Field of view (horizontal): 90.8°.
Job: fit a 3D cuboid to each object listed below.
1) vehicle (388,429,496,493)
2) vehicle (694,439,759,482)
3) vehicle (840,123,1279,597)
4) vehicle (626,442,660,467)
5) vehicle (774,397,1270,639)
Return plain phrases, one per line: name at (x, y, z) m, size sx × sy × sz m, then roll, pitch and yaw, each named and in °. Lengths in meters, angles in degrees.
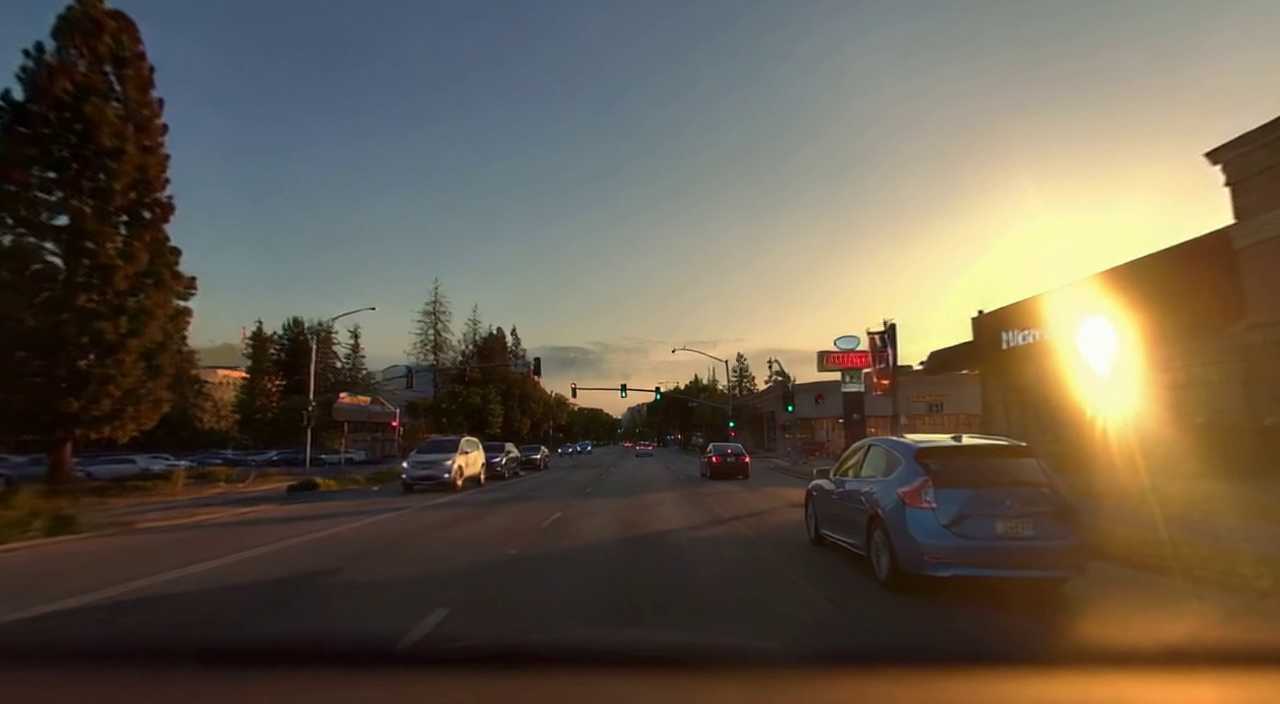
vehicle at (-6.318, 3.525, 20.845) m, size 2.136 × 1.837 × 4.669 m, roll 0°, pitch -8°, yaw -1°
vehicle at (3.228, 4.151, 24.474) m, size 1.842 × 1.480 × 4.155 m, roll 0°, pitch -8°, yaw -1°
vehicle at (7.092, 0.577, 9.019) m, size 2.899 × 4.154 × 16.592 m, roll 0°, pitch -8°, yaw -1°
vehicle at (0.154, 6.398, 39.603) m, size 2.008 × 1.464 × 4.052 m, roll 0°, pitch -8°, yaw 0°
vehicle at (3.063, 1.456, 6.662) m, size 2.174 × 1.596 × 4.779 m, roll 0°, pitch -8°, yaw -1°
